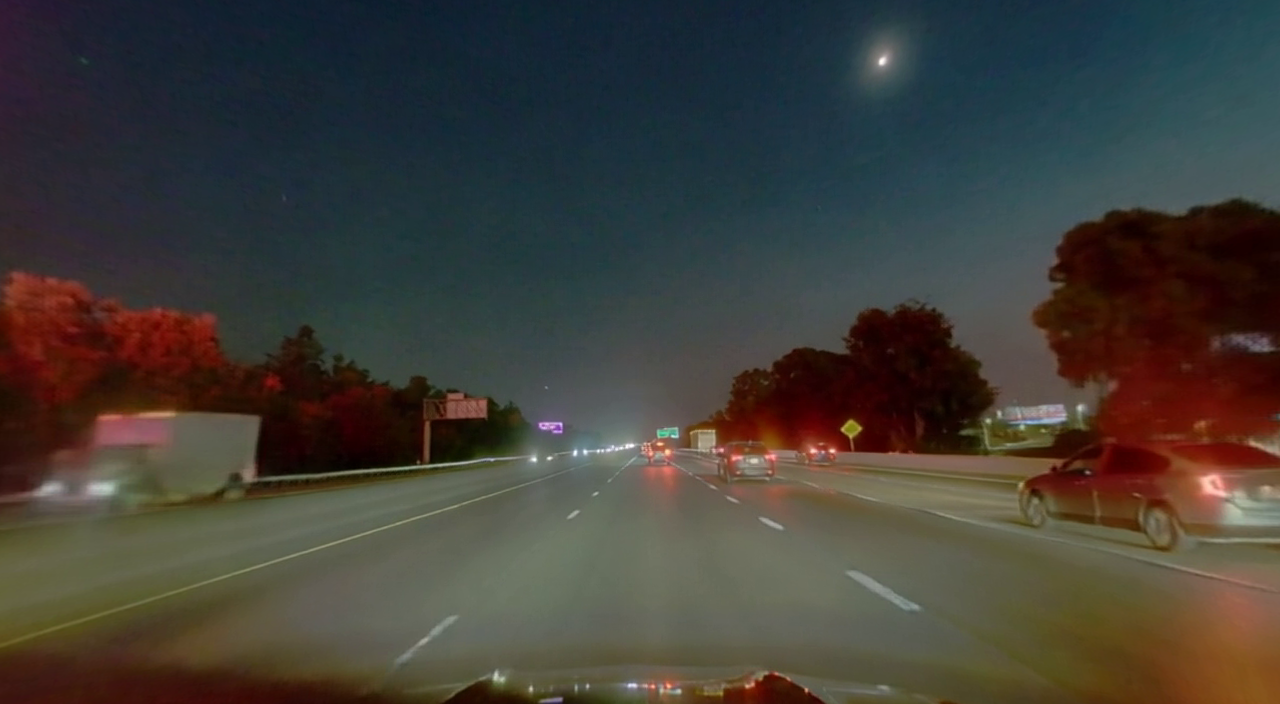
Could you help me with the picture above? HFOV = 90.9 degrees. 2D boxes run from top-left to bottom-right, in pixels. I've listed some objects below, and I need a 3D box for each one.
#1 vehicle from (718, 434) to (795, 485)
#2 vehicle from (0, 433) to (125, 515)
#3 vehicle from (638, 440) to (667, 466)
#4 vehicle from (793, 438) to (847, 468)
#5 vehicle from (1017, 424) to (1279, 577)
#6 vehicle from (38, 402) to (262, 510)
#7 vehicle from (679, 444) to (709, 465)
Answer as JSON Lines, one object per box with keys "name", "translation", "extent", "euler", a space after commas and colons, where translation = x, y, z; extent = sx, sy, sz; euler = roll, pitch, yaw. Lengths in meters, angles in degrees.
{"name": "vehicle", "translation": [4.529, 4.233, 25.220], "extent": [2.075, 1.845, 4.667], "euler": [0, -8, -1]}
{"name": "vehicle", "translation": [-20.994, 4.266, 22.502], "extent": [2.555, 2.672, 2.949], "euler": [-1, -8, 1]}
{"name": "vehicle", "translation": [0.899, 7.643, 47.815], "extent": [2.145, 1.832, 4.004], "euler": [0, -8, 0]}
{"name": "vehicle", "translation": [11.361, 6.409, 40.192], "extent": [2.028, 1.801, 4.503], "euler": [0, -8, -1]}
{"name": "vehicle", "translation": [7.460, 1.837, 8.723], "extent": [1.807, 1.558, 4.352], "euler": [0, -8, 0]}
{"name": "vehicle", "translation": [-20.930, 4.497, 27.961], "extent": [2.949, 3.979, 8.564], "euler": [0, -8, 0]}
{"name": "vehicle", "translation": [4.227, 8.061, 49.647], "extent": [1.902, 1.532, 4.181], "euler": [0, -8, -1]}
